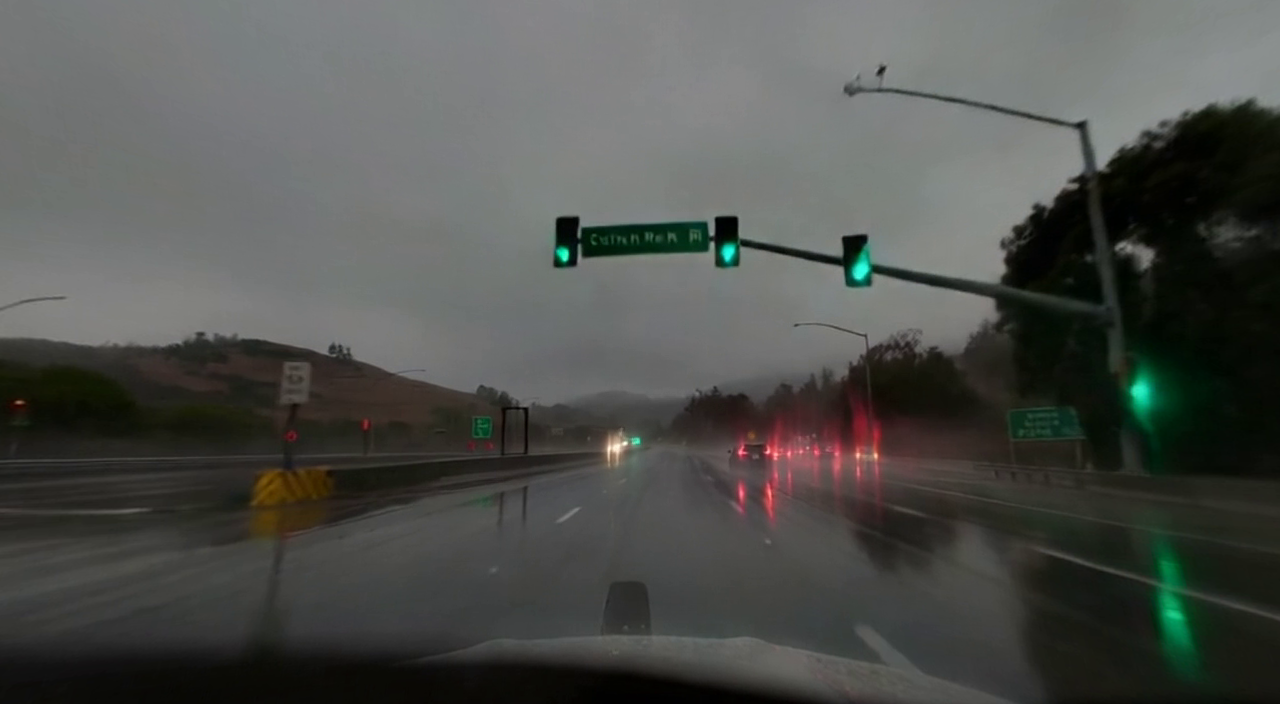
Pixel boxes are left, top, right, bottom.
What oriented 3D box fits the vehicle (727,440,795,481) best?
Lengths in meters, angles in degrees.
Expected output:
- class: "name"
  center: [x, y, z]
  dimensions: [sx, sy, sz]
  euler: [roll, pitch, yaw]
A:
- class: "vehicle"
  center: [4.663, 4.253, 24.993]
  dimensions: [1.916, 1.469, 4.481]
  euler: [0, -8, 1]
